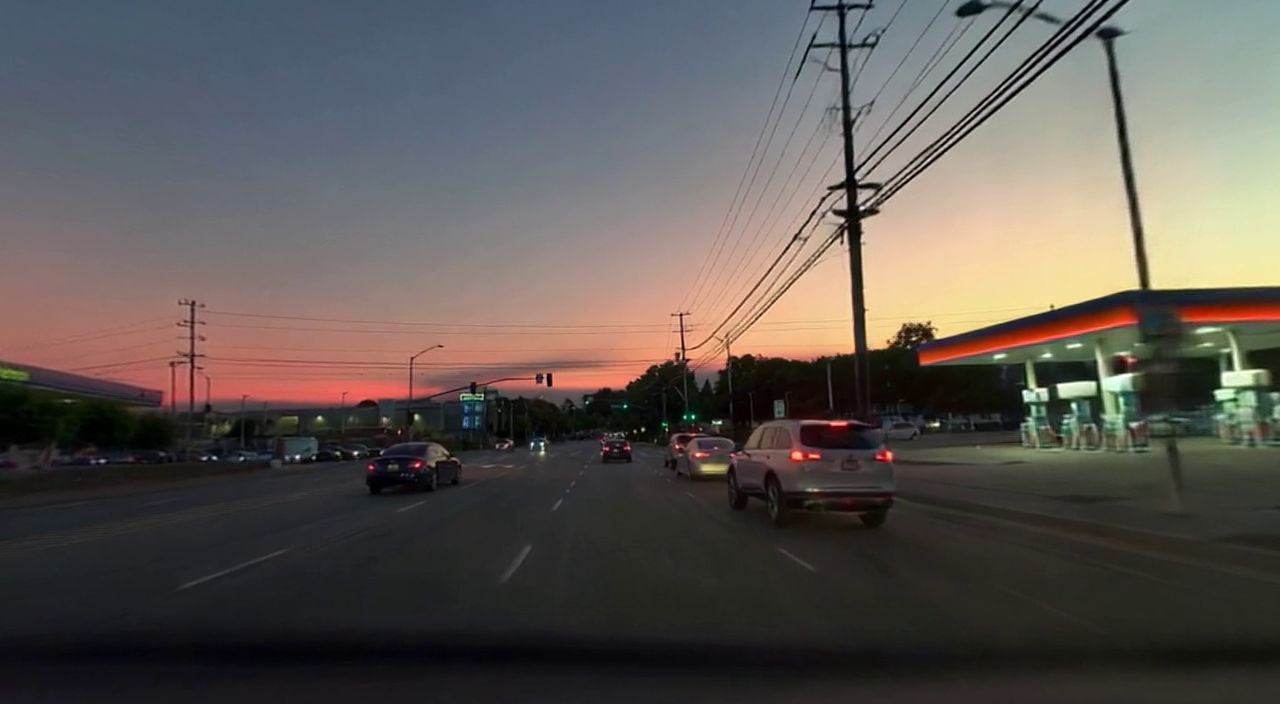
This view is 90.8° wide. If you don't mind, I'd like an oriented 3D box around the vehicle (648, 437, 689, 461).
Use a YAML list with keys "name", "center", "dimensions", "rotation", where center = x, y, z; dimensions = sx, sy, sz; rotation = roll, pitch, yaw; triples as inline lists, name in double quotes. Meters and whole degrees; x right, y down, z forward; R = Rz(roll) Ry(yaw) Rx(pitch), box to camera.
- name: "vehicle"
  center: [1.762, 6.211, 40.458]
  dimensions: [2.208, 1.436, 4.542]
  rotation: [0, -8, -3]

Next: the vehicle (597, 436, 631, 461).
- name: "vehicle"
  center: [-1.662, 6.123, 40.100]
  dimensions: [2.065, 1.484, 3.894]
  rotation: [0, -8, -3]

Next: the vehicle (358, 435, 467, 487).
- name: "vehicle"
  center: [-7.070, 3.421, 20.184]
  dimensions: [2.075, 1.470, 4.190]
  rotation: [0, -8, -3]

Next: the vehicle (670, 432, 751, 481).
- name: "vehicle"
  center: [2.292, 3.548, 21.663]
  dimensions: [1.945, 1.470, 4.363]
  rotation: [0, -8, -4]

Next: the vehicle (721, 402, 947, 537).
- name: "vehicle"
  center: [2.990, 1.966, 11.196]
  dimensions: [2.124, 1.824, 4.973]
  rotation: [0, -8, -4]

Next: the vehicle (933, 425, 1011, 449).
- name: "vehicle"
  center: [22.521, 5.830, 43.095]
  dimensions: [1.934, 1.570, 5.073]
  rotation: [1, -9, -10]
